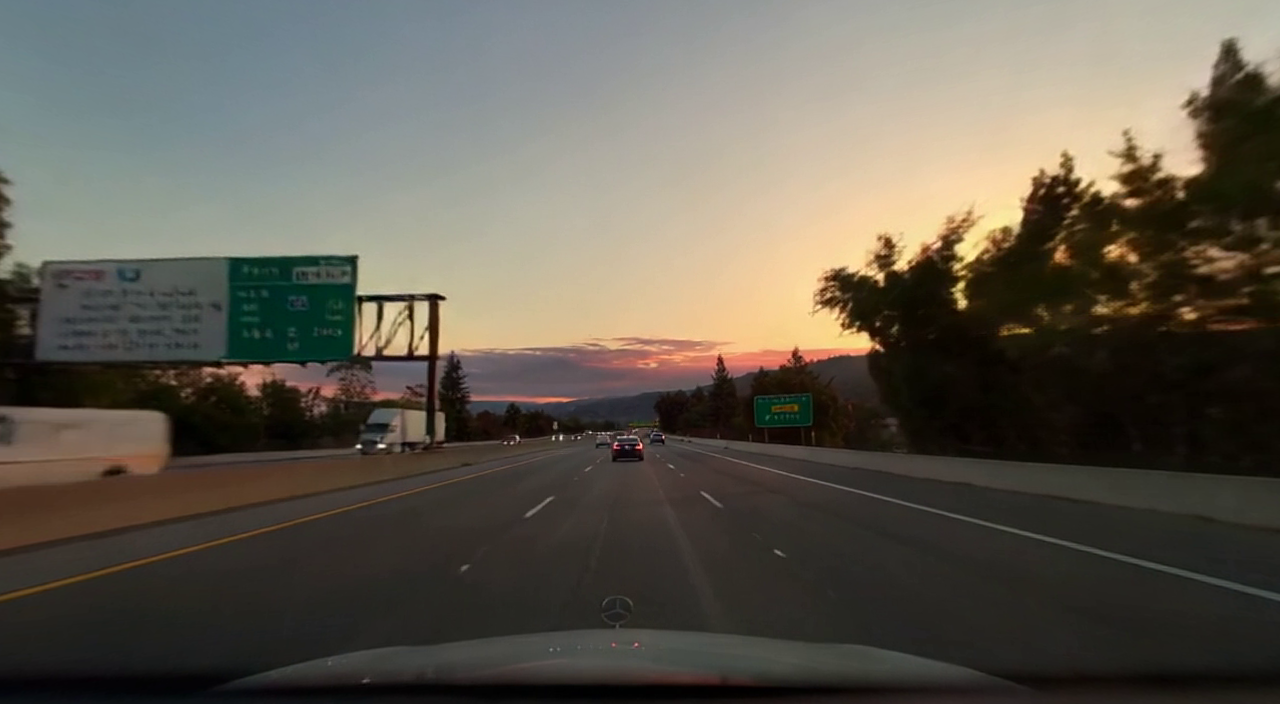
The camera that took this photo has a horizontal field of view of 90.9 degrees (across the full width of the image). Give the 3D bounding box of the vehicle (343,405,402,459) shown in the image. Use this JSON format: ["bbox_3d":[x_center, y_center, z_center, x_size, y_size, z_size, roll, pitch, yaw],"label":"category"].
[{"bbox_3d":[-20.482,6.164,48.416,2.961,4.001,3.172,0,-8,0],"label":"vehicle"}]

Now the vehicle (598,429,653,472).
[{"bbox_3d":[-0.579,3.979,25.740,2.094,1.600,3.666,0,-8,-1],"label":"vehicle"}]
